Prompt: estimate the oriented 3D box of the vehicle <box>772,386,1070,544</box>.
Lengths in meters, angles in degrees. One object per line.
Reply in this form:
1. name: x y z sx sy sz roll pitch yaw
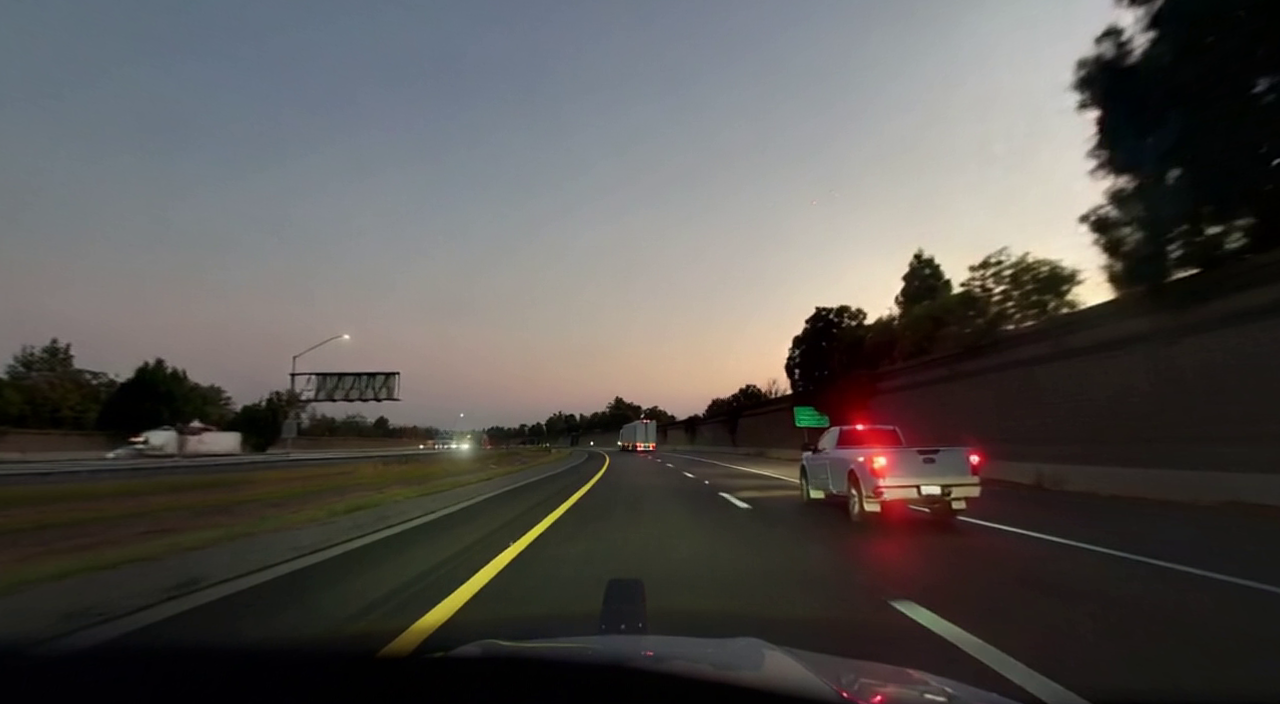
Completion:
1. vehicle: 4.117 1.819 10.789 2.383 1.959 5.669 0 -8 -1
